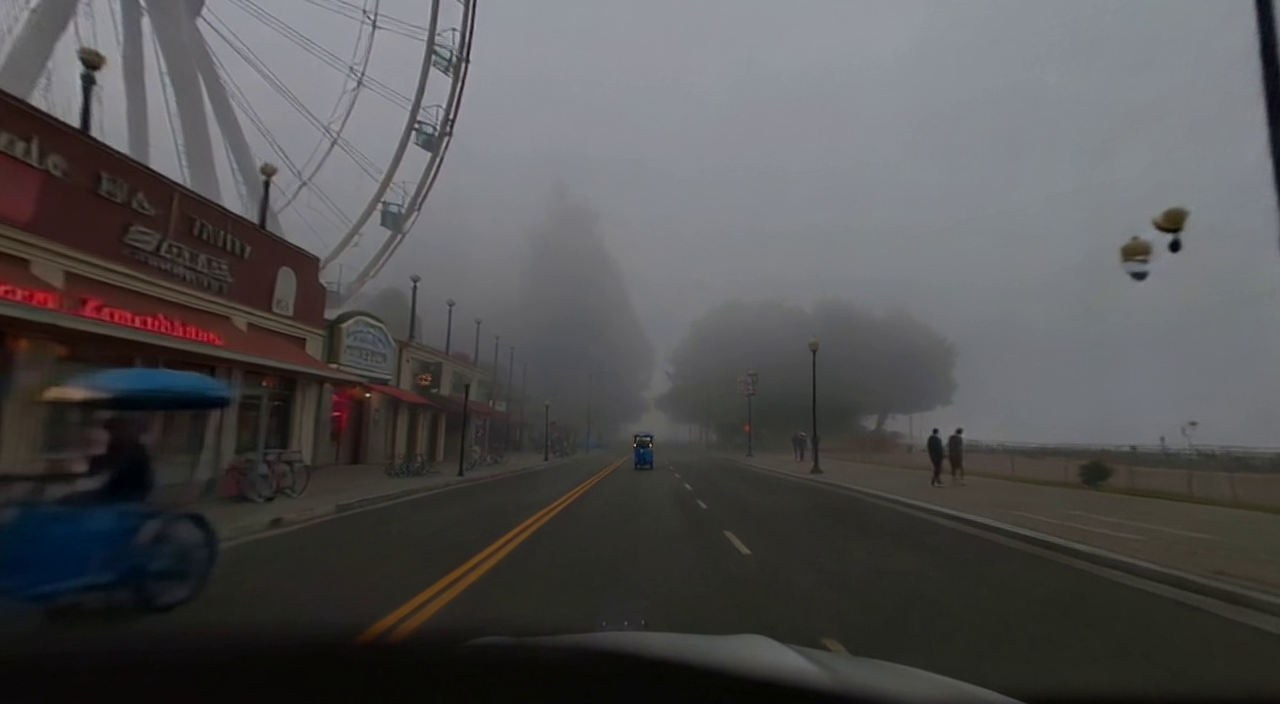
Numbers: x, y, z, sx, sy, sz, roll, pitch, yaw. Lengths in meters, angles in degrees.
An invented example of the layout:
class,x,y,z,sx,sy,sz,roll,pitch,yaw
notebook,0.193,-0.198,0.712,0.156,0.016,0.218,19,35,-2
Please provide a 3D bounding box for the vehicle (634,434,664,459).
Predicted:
class,x,y,z,sx,sy,sz,roll,pitch,yaw
vehicle,0.665,7.268,48.550,2.221,1.773,4.228,0,-8,0
